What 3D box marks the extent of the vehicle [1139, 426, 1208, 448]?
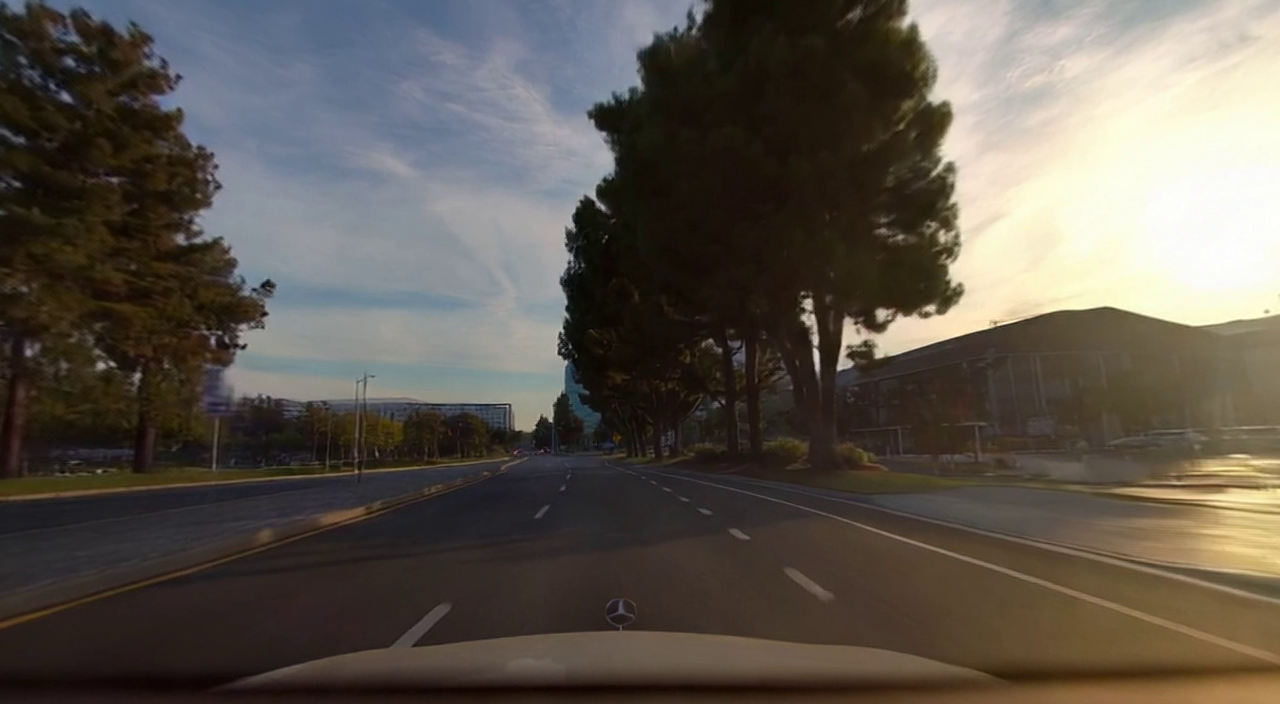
[{"bbox_3d":[41.757,6.677,49.610,1.787,1.584,4.606,0,-9,7],"label":"vehicle"}]
